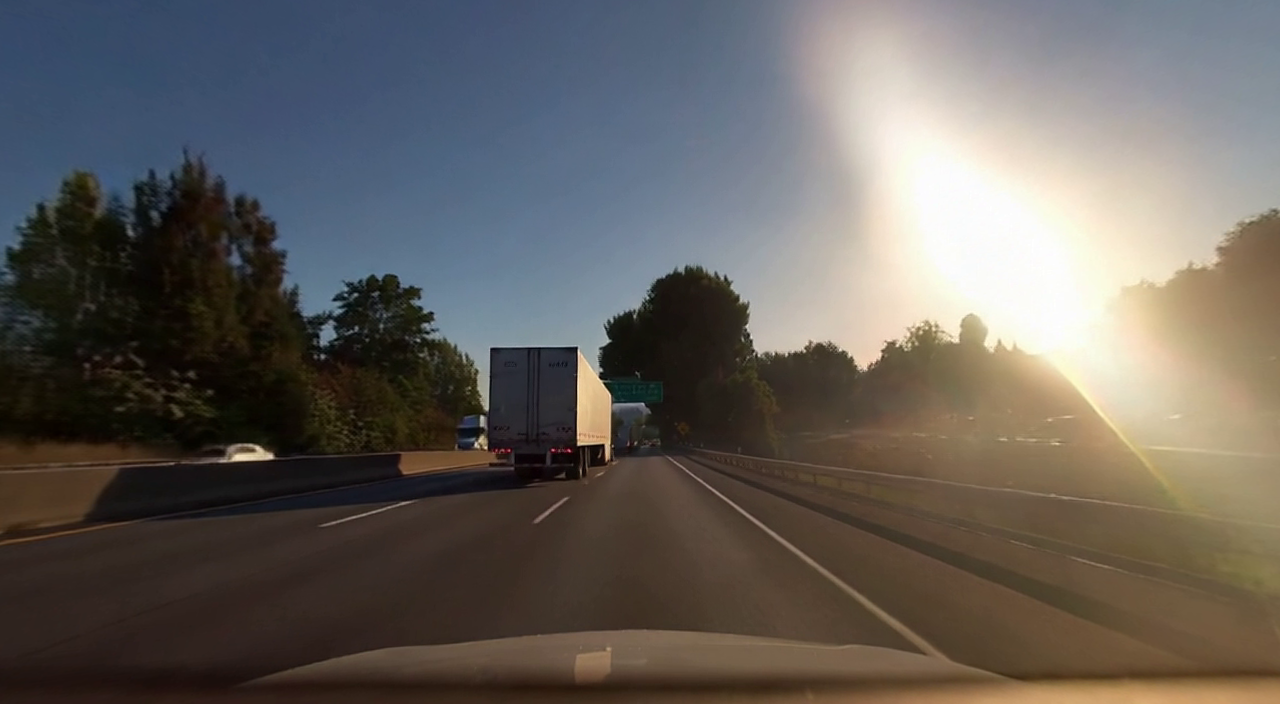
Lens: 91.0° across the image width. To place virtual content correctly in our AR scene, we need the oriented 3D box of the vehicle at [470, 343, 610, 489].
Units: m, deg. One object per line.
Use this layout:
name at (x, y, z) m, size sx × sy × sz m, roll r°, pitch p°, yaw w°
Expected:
vehicle at (-3.101, 2.779, 24.586) m, size 2.947 × 4.051 × 14.256 m, roll 0°, pitch -8°, yaw 1°
